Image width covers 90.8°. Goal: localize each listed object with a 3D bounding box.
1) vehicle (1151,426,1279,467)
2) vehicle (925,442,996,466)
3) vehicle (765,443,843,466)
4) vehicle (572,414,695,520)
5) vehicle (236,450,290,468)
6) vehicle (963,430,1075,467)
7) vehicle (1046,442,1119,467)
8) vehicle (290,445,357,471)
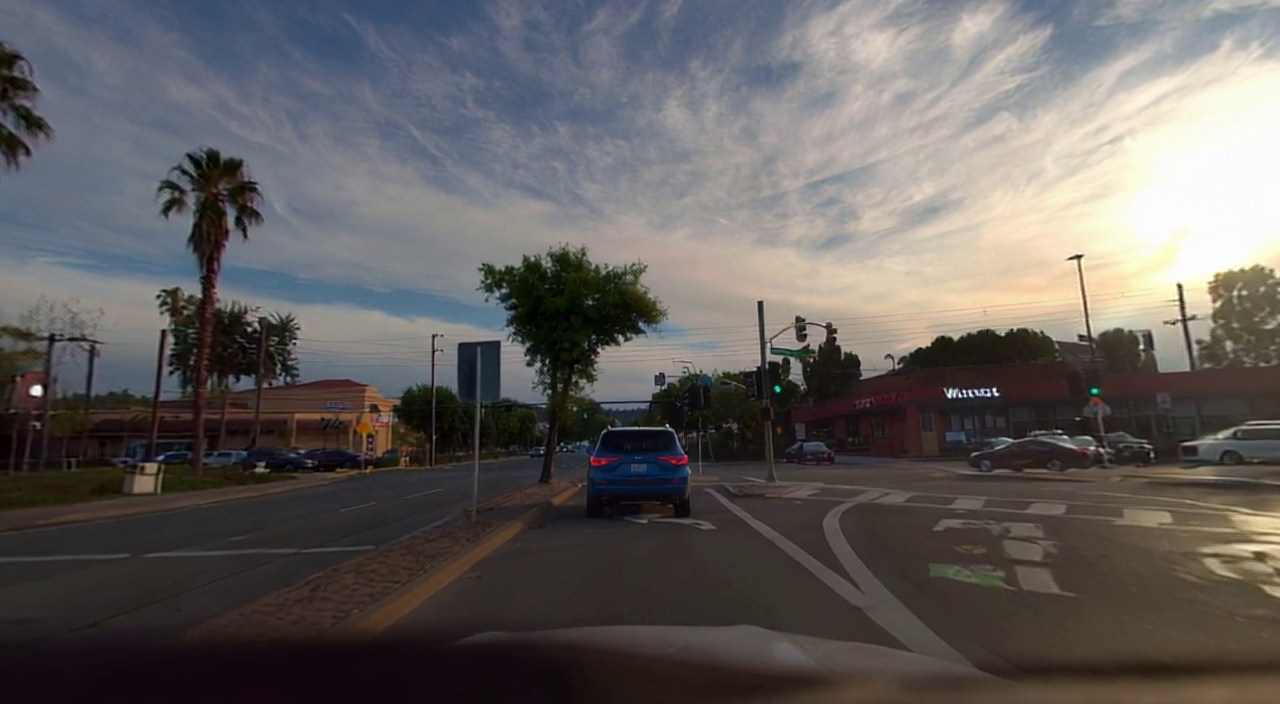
[{"bbox_3d":[28.631,4.586,30.503,5.809,1.839,1.957,-6,-11,33],"label":"vehicle"},{"bbox_3d":[20.203,6.411,39.824,3.809,1.435,1.690,-6,-10,30],"label":"vehicle"},{"bbox_3d":[10.868,6.800,41.978,4.665,1.467,1.833,-6,-11,33],"label":"vehicle"},{"bbox_3d":[-0.116,2.495,14.117,2.263,1.932,4.709,0,-9,0],"label":"vehicle"},{"bbox_3d":[-29.346,8.300,49.136,4.081,1.383,1.878,-6,-11,33],"label":"vehicle"},{"bbox_3d":[19.171,4.933,32.191,4.641,1.778,1.958,-5,-10,27],"label":"vehicle"},{"bbox_3d":[27.369,6.338,39.186,3.525,1.460,1.775,-6,-11,32],"label":"vehicle"},{"bbox_3d":[-22.332,7.463,44.556,4.790,1.687,1.969,-6,-10,32],"label":"vehicle"}]
